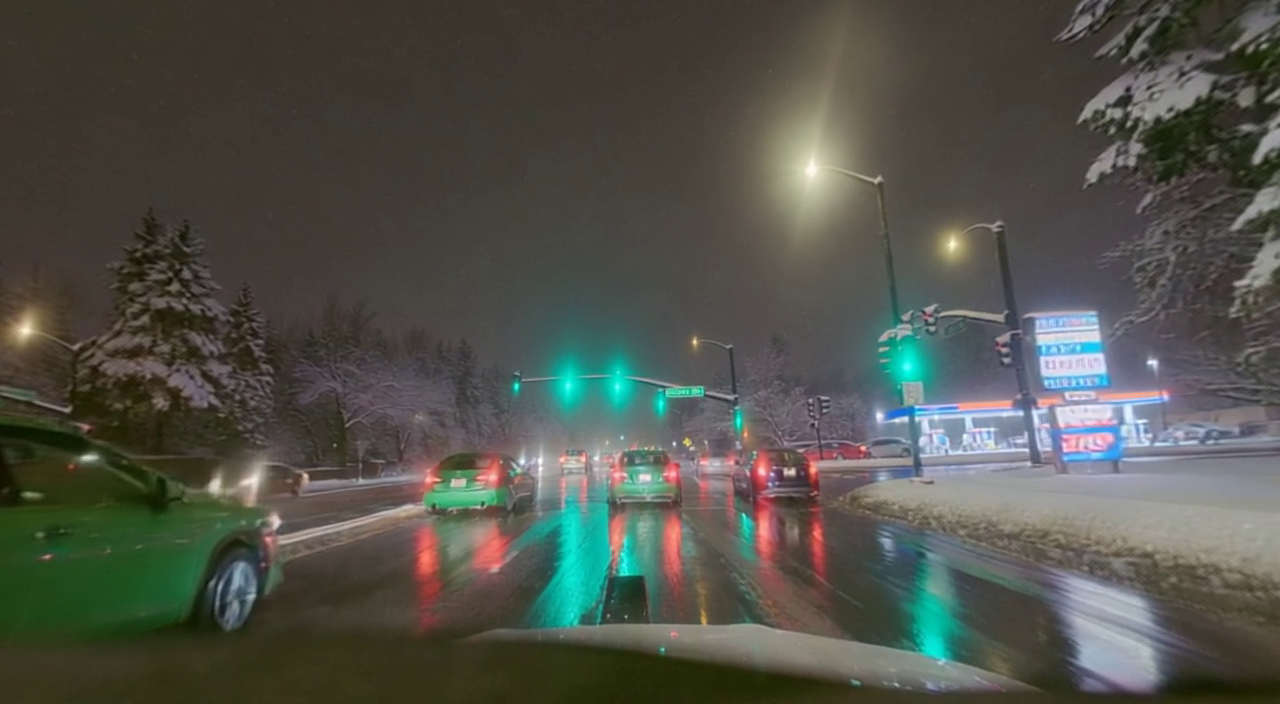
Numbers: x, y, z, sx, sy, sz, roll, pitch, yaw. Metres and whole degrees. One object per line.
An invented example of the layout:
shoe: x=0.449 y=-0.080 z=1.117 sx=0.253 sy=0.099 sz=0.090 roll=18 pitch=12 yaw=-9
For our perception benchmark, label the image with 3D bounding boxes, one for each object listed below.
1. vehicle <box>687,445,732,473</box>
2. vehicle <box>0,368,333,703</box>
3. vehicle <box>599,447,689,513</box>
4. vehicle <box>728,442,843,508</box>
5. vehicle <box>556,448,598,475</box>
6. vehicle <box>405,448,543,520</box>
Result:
vehicle: x=3.833 y=5.974 z=35.473 sx=1.942 sy=1.482 sz=4.623 roll=0 pitch=-9 yaw=-1
vehicle: x=-3.661 y=0.970 z=2.919 sx=2.023 sy=1.687 sz=4.874 roll=0 pitch=-9 yaw=0
vehicle: x=0.061 y=3.142 z=16.020 sx=1.994 sy=1.433 sz=3.894 roll=0 pitch=-9 yaw=-1
vehicle: x=3.664 y=3.172 z=16.779 sx=1.920 sy=1.479 sz=4.548 roll=0 pitch=-9 yaw=-1
vehicle: x=-3.645 y=6.465 z=37.438 sx=1.896 sy=1.501 sz=4.390 roll=0 pitch=-9 yaw=2
vehicle: x=-3.732 y=3.038 z=15.137 sx=1.995 sy=1.436 sz=4.500 roll=0 pitch=-9 yaw=2
